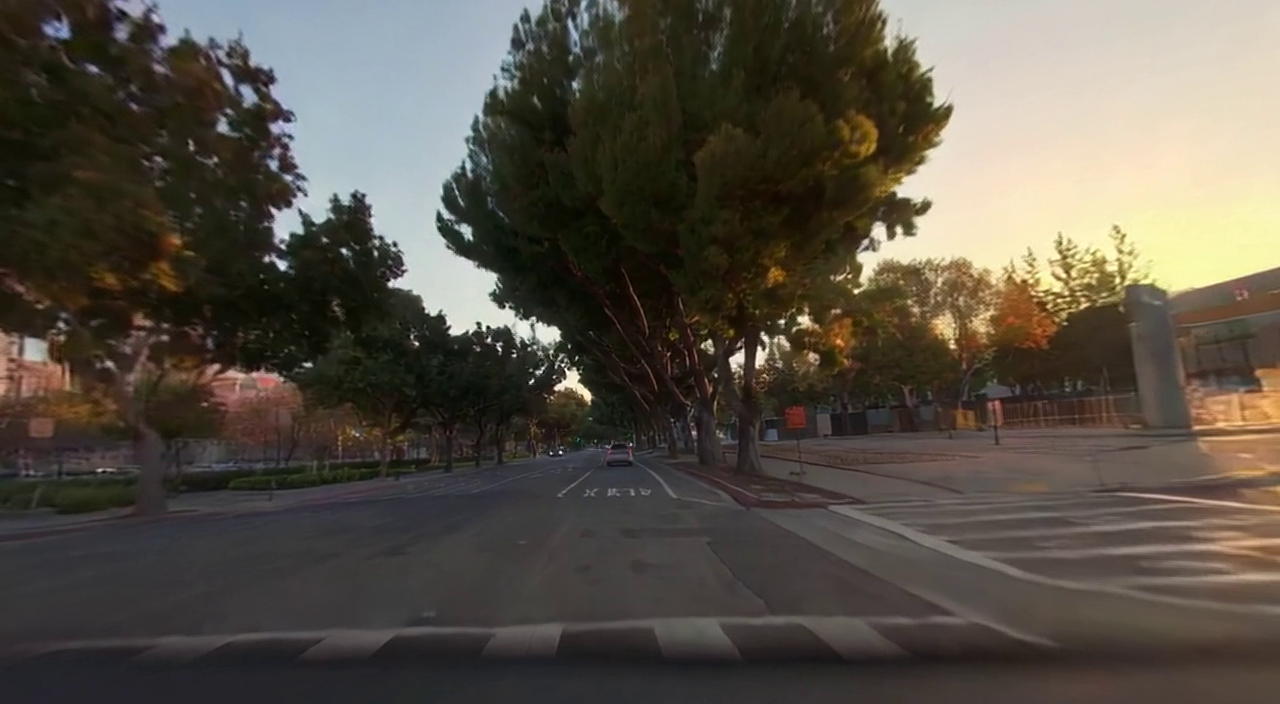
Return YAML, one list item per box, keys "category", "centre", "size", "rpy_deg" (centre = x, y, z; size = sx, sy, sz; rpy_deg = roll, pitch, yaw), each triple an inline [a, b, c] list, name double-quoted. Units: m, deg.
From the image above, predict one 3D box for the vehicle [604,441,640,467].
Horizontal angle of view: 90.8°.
- category: "vehicle"
  centre: [-1.117, 6.253, 39.006]
  size: [2.131, 1.474, 4.146]
  rpy_deg: [0, -8, -2]
